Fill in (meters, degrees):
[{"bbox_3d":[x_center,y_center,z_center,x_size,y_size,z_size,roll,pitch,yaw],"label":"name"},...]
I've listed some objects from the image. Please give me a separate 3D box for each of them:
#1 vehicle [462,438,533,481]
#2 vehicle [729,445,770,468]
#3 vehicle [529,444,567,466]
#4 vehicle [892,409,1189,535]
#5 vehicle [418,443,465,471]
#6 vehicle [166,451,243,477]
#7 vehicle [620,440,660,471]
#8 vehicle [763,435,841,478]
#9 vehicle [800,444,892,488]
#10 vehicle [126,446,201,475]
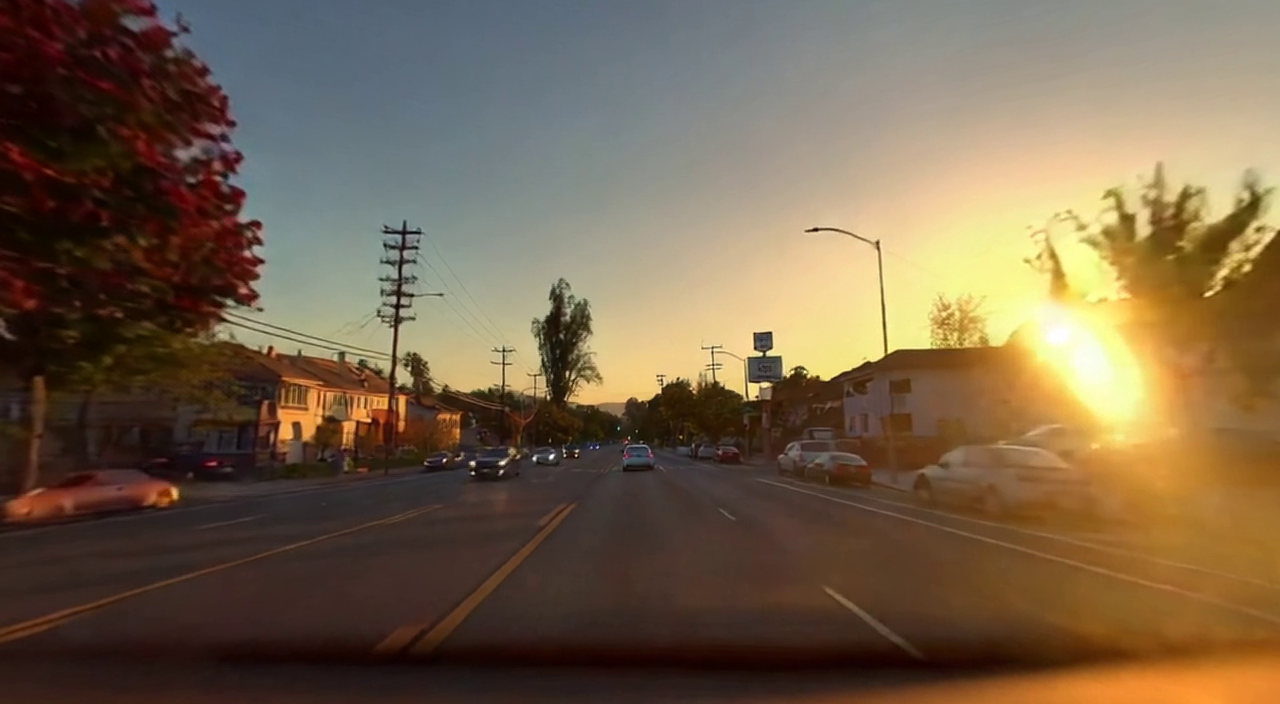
[{"bbox_3d":[-6.140,4.647,27.757,2.096,1.702,4.244,0,-8,0],"label":"vehicle"},{"bbox_3d":[7.614,7.260,44.245,1.936,1.479,4.736,0,-8,-1],"label":"vehicle"},{"bbox_3d":[-6.573,7.459,45.850,2.018,1.466,4.631,0,-8,1],"label":"vehicle"},{"bbox_3d":[7.675,2.366,13.253,2.370,2.022,5.918,0,-8,0],"label":"vehicle"},{"bbox_3d":[-14.518,7.689,46.499,1.981,1.761,4.652,-2,-7,0],"label":"vehicle"},{"bbox_3d":[-26.347,6.723,38.203,4.391,1.435,2.011,-5,-9,29],"label":"vehicle"},{"bbox_3d":[-0.041,5.598,34.384,2.067,1.547,4.513,0,-8,-1],"label":"vehicle"},{"bbox_3d":[7.673,4.982,30.542,2.188,1.903,5.324,0,-8,-2],"label":"vehicle"},{"bbox_3d":[7.752,4.312,24.276,1.833,1.475,4.648,0,-8,-2],"label":"vehicle"},{"bbox_3d":[-30.700,6.949,40.683,4.448,1.788,2.003,-4,-9,28],"label":"vehicle"}]
